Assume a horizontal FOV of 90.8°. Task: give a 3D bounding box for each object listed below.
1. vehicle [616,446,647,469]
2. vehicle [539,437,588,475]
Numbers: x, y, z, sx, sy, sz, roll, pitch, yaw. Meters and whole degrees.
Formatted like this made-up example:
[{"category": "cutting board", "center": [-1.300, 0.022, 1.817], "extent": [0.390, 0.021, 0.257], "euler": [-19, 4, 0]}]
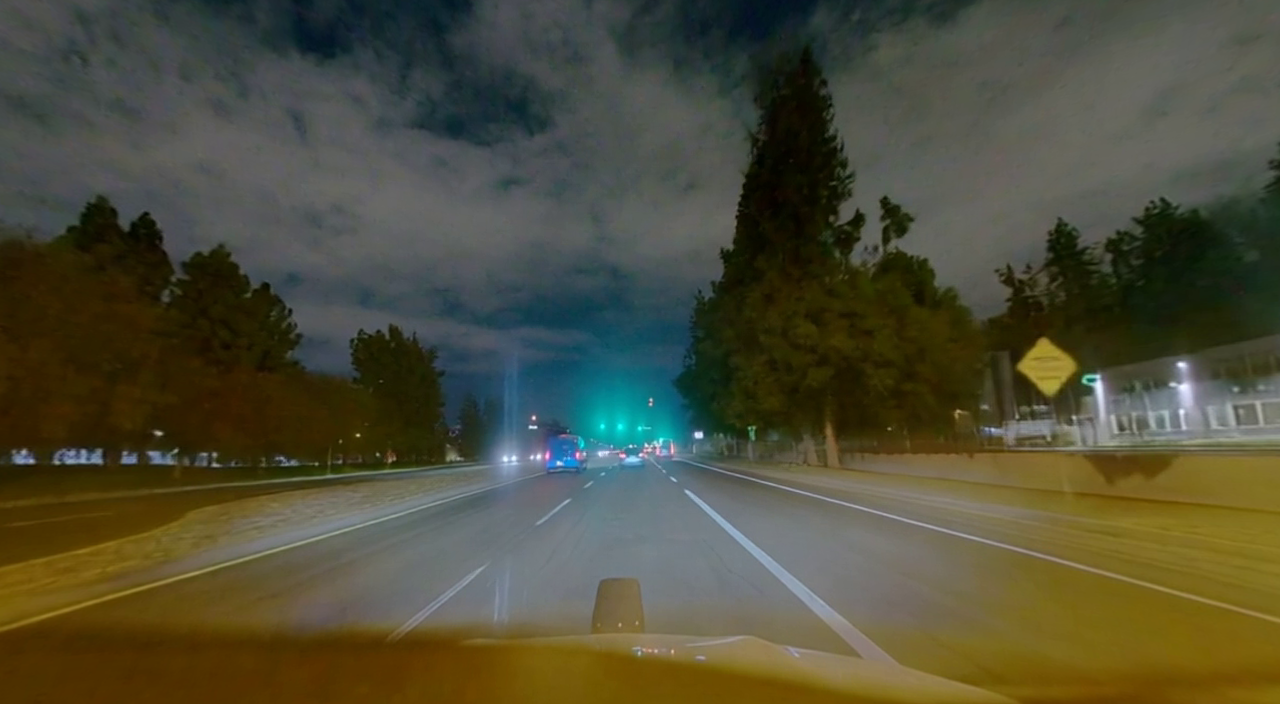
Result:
[{"category": "vehicle", "center": [-0.610, 7.183, 43.089], "extent": [2.039, 1.455, 3.826], "euler": [0, -9, -1]}, {"category": "vehicle", "center": [-4.074, 5.622, 34.356], "extent": [2.075, 1.863, 4.744], "euler": [0, -9, 0]}]
